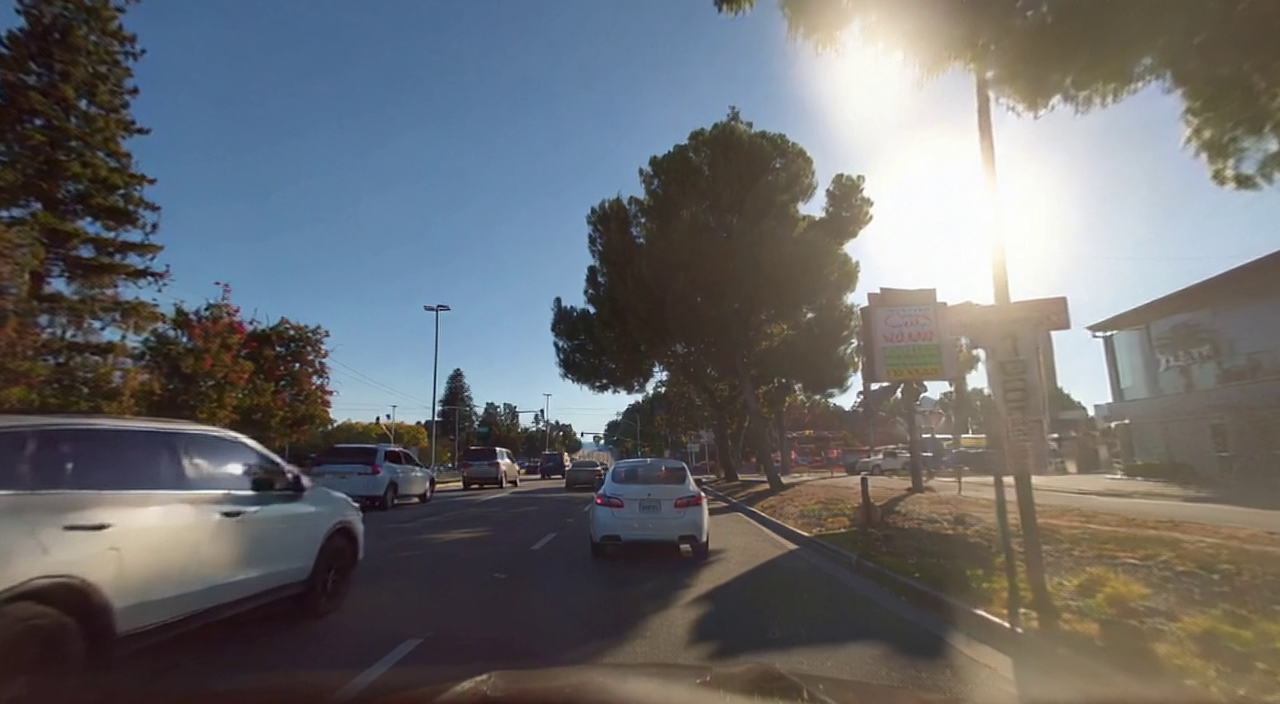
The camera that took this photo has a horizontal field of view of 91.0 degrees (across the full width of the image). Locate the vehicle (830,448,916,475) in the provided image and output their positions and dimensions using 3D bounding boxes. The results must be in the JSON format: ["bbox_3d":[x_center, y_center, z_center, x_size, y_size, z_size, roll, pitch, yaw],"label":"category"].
[{"bbox_3d":[18.265,8.567,49.565,5.852,1.962,2.323,-8,-12,42],"label":"vehicle"}]

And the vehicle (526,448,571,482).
[{"bbox_3d":[-6.424,7.968,44.882,2.348,2.250,5.004,0,-9,1],"label":"vehicle"}]

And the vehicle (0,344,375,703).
[{"bbox_3d":[-3.560,0.979,3.427,2.055,1.725,4.732,0,-9,1],"label":"vehicle"}]

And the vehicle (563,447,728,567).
[{"bbox_3d":[0.120,2.266,10.027,2.091,1.494,3.962,0,-9,1],"label":"vehicle"}]

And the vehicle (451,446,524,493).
[{"bbox_3d":[-6.732,5.207,28.339,2.130,1.900,4.470,0,-9,1],"label":"vehicle"}]

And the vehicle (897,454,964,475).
[{"bbox_3d":[22.550,8.754,48.977,4.220,1.550,1.935,-10,-14,43],"label":"vehicle"}]
